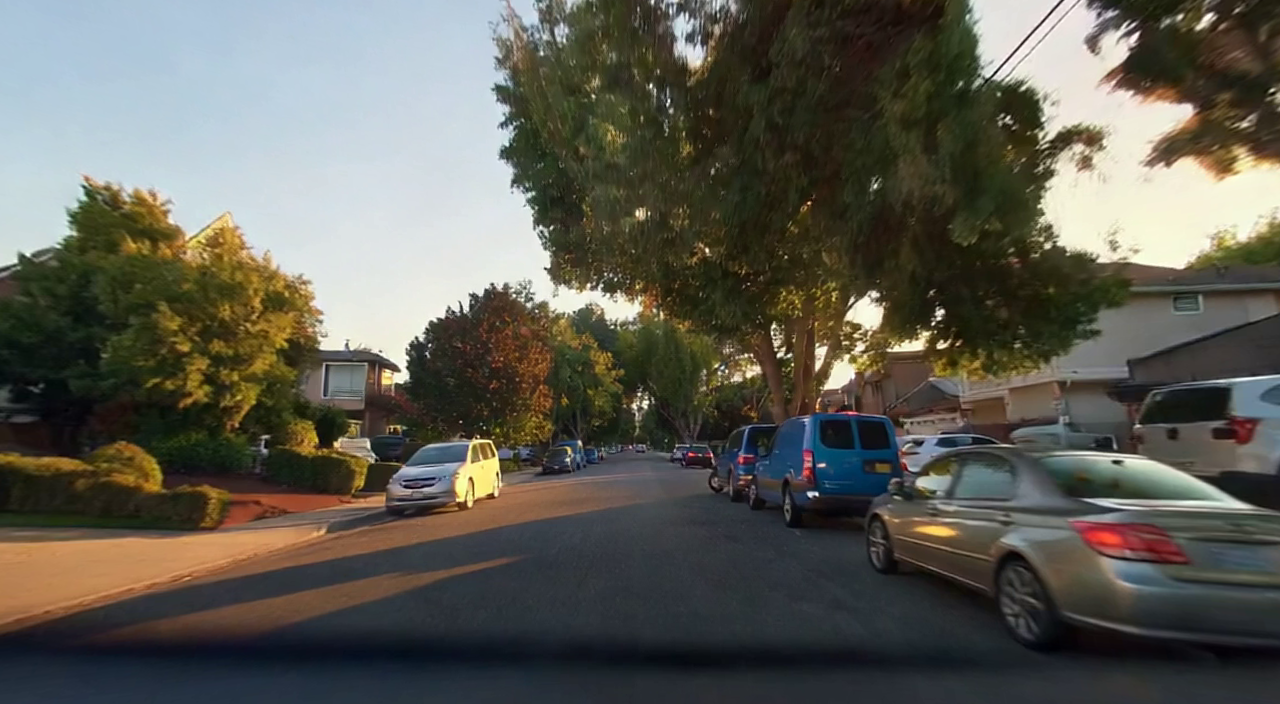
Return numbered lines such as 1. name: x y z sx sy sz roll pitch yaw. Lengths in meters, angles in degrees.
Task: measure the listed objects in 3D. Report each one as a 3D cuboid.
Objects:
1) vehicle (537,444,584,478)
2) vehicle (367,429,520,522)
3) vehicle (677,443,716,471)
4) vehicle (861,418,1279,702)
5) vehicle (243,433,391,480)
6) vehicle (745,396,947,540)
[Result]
1. vehicle: -4.773 6.592 38.538 2.116 1.659 4.832 -3 -7 1
2. vehicle: -4.878 3.112 16.855 2.364 1.968 5.671 -1 -8 -1
3. vehicle: 3.901 7.373 44.608 2.152 1.810 5.846 0 -9 0
4. vehicle: 3.992 1.537 6.060 1.908 1.543 5.022 0 -9 0
5. vehicle: -12.854 4.170 25.386 4.739 1.744 2.135 0 -8 -1
6. vehicle: 3.522 2.122 12.024 2.144 2.166 4.766 0 -9 -1
